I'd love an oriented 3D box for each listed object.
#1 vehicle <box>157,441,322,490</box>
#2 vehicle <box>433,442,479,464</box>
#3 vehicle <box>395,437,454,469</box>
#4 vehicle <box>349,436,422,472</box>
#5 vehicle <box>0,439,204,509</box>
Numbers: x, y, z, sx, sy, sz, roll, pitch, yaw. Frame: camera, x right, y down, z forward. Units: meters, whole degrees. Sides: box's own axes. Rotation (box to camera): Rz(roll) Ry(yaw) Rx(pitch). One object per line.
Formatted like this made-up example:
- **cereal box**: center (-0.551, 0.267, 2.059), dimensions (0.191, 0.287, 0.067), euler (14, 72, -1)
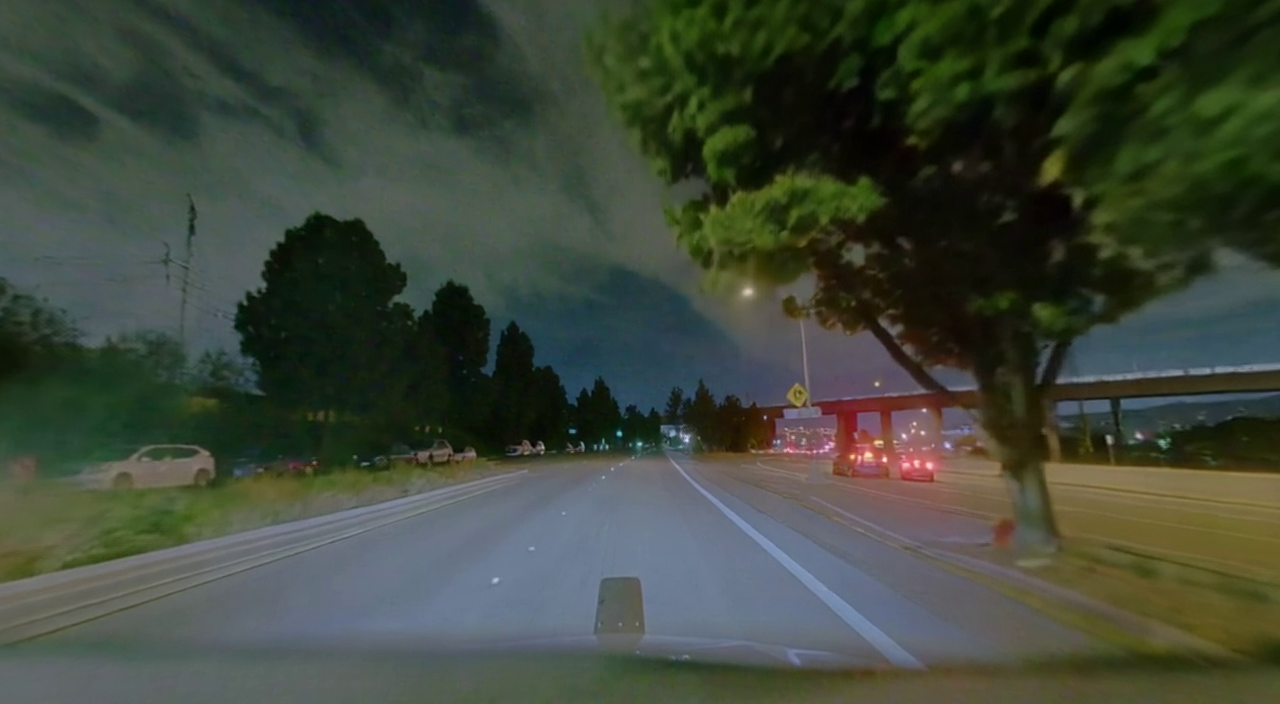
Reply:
- **vehicle**: center (-13.847, 3.930, 22.392), dimensions (2.155, 1.477, 5.369), euler (0, -8, 3)
- **vehicle**: center (-13.179, 7.296, 45.479), dimensions (1.847, 1.498, 4.368), euler (1, -10, 2)
- **vehicle**: center (-13.355, 6.247, 39.419), dimensions (1.886, 1.801, 4.337), euler (2, -8, 3)
- **vehicle**: center (-13.316, 5.375, 33.353), dimensions (1.903, 1.703, 4.346), euler (2, -9, 1)
- **vehicle**: center (-13.976, 3.112, 16.530), dimensions (1.908, 1.559, 4.301), euler (0, -9, 2)
